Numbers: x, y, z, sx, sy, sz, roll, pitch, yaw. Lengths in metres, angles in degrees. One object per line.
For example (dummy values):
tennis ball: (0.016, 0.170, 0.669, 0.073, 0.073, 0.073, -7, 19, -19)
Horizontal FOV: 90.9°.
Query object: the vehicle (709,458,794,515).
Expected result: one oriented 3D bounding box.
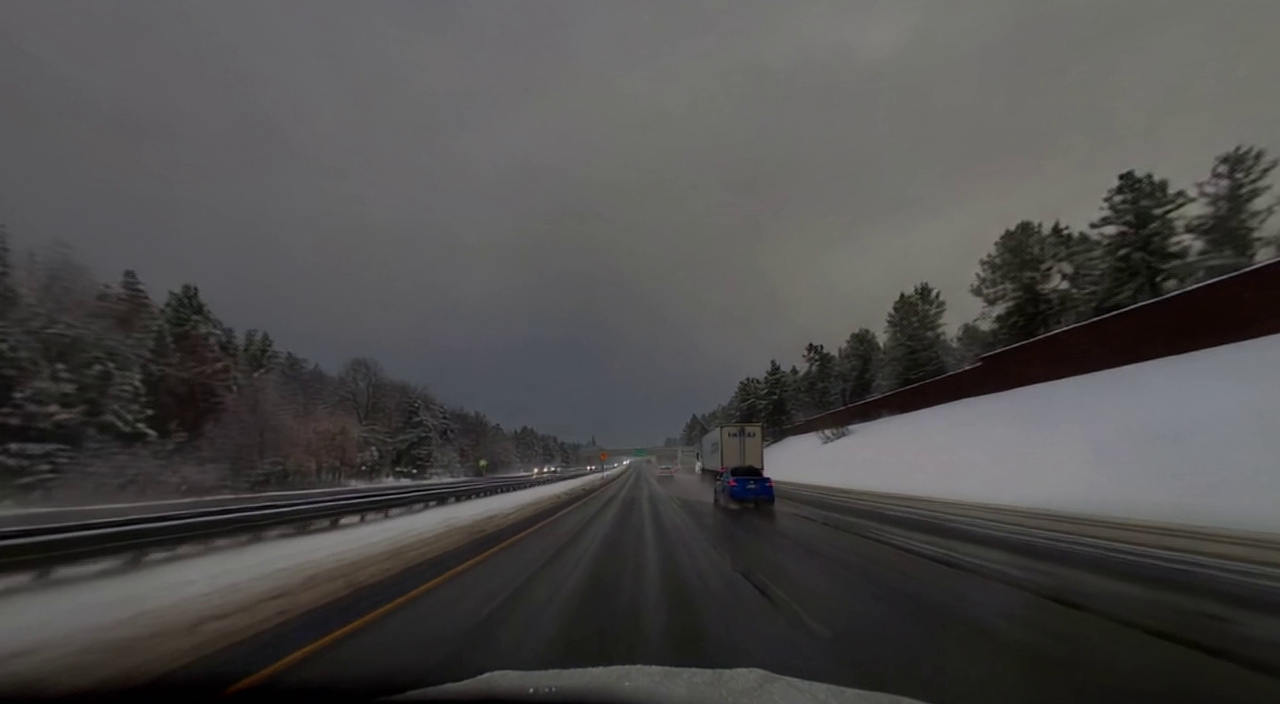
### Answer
vehicle: (3.389, 4.176, 19.880, 2.011, 1.574, 3.512, 1, -10, 0)
